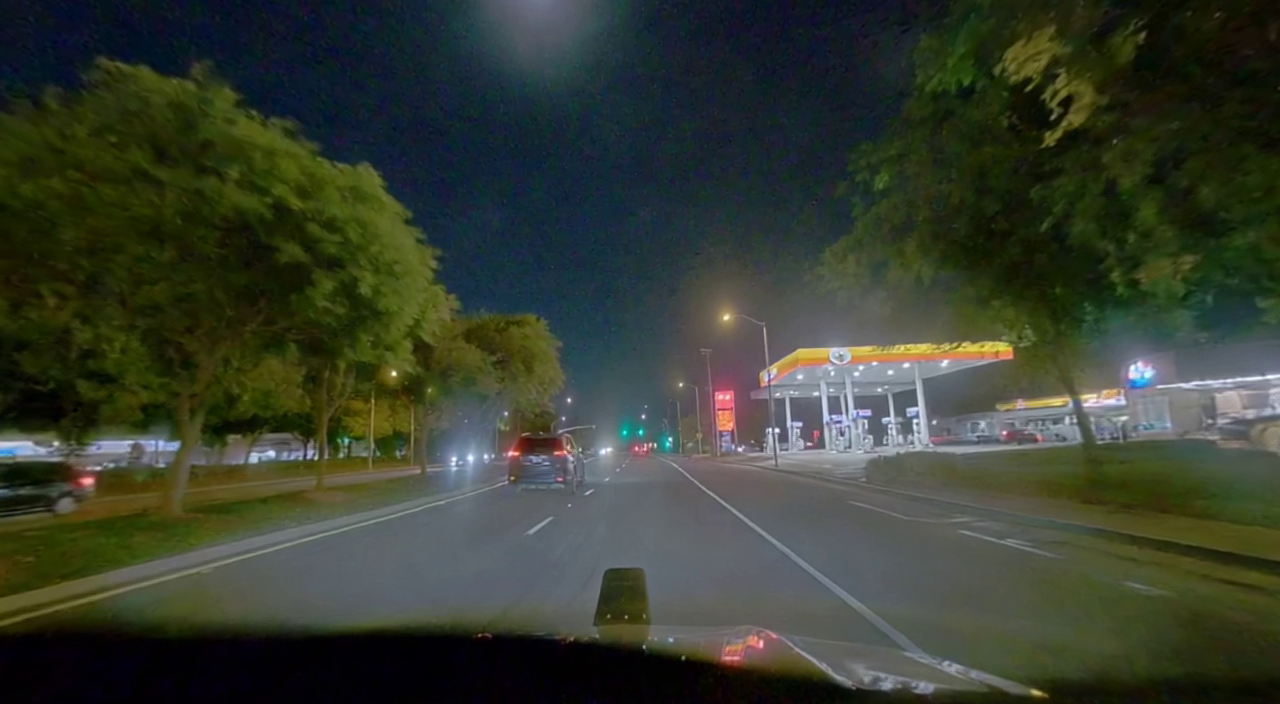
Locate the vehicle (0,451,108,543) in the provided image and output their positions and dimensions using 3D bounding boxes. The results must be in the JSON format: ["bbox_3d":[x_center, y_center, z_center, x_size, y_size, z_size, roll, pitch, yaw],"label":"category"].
[{"bbox_3d":[-12.302,2.601,11.102,1.998,1.597,4.445,-2,-8,0],"label":"vehicle"}]

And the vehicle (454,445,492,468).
[{"bbox_3d":[-13.181,8.236,49.944,1.825,1.705,4.234,0,-8,0],"label":"vehicle"}]

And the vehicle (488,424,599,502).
[{"bbox_3d":[-2.481,3.024,17.585,2.190,1.844,4.751,0,-8,2],"label":"vehicle"}]
